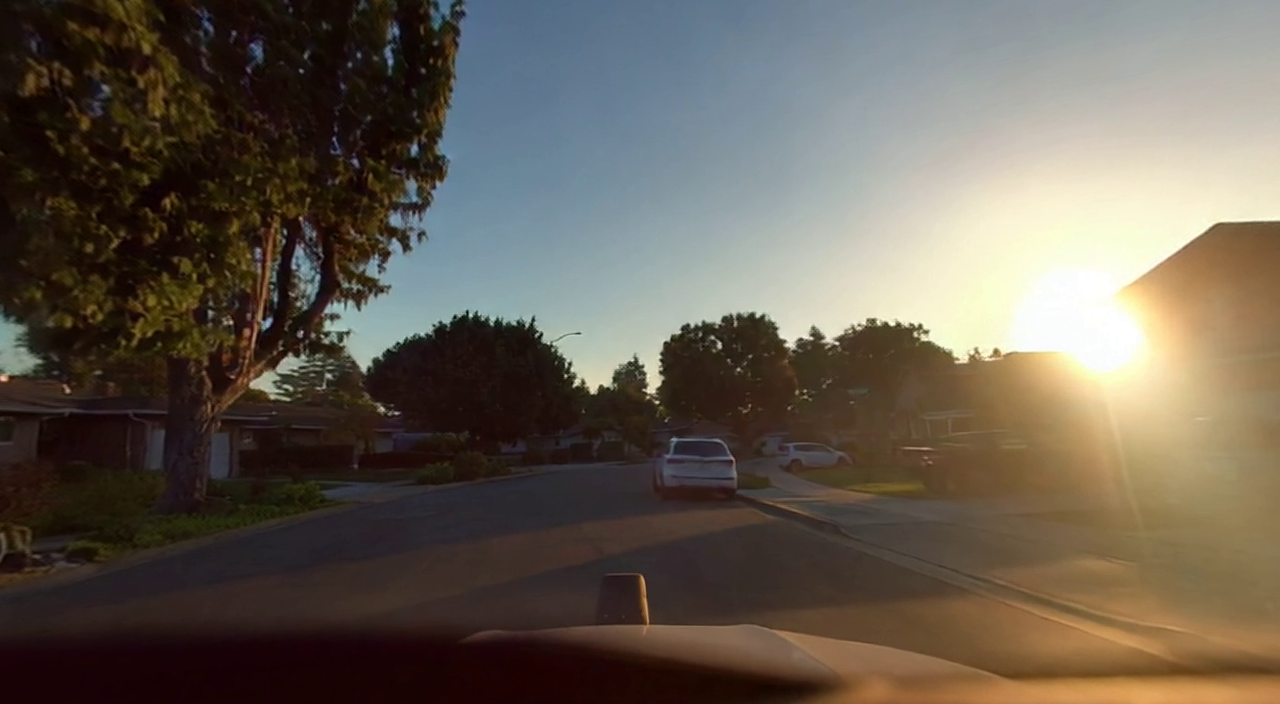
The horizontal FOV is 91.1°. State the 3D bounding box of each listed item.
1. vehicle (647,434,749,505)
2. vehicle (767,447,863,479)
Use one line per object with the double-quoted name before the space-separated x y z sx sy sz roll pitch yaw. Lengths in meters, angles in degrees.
"vehicle" 1.485 3.286 18.060 2.163 1.760 4.591 1 -8 -4
"vehicle" 8.710 5.563 31.594 4.457 1.510 1.762 -2 -9 11
